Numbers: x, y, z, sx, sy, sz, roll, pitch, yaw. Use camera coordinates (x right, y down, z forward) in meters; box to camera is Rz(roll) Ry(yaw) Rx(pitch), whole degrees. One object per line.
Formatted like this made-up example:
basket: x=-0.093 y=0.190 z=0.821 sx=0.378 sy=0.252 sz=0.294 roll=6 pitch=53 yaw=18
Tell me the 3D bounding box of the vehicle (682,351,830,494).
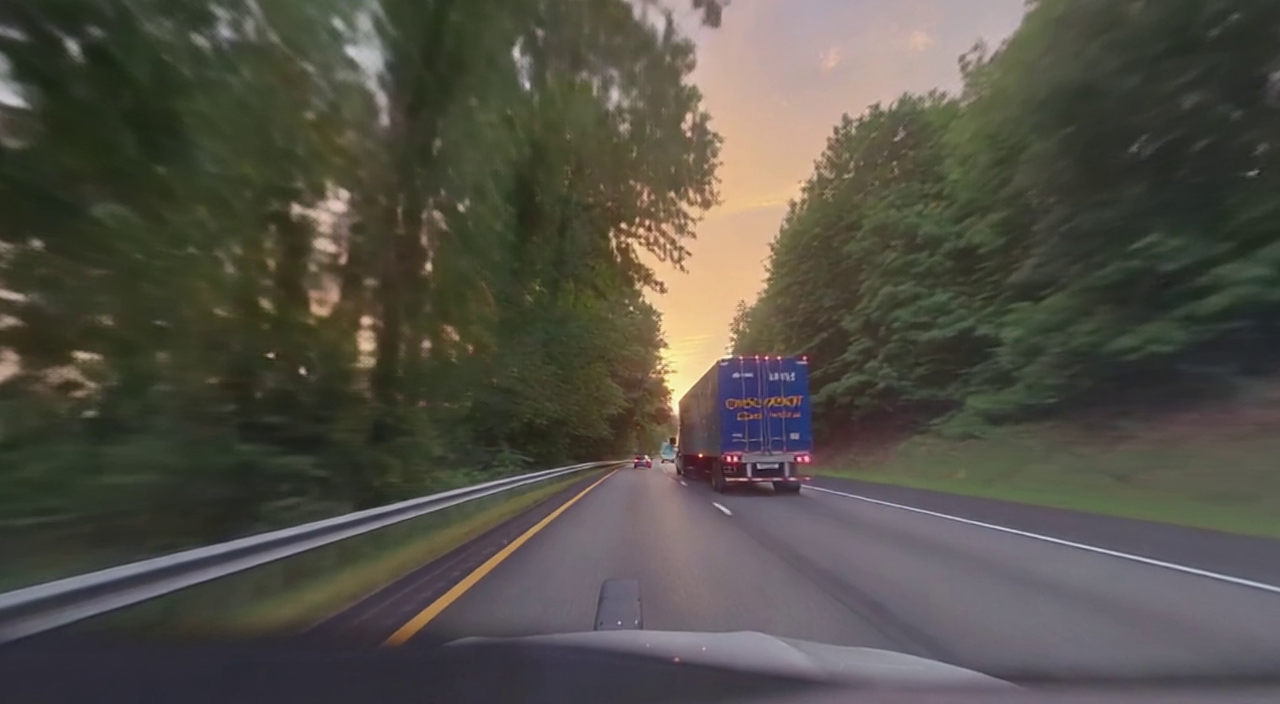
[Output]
vehicle: x=3.721 y=2.879 z=23.906 sx=3.440 sy=4.090 sz=11.380 roll=0 pitch=-9 yaw=0
